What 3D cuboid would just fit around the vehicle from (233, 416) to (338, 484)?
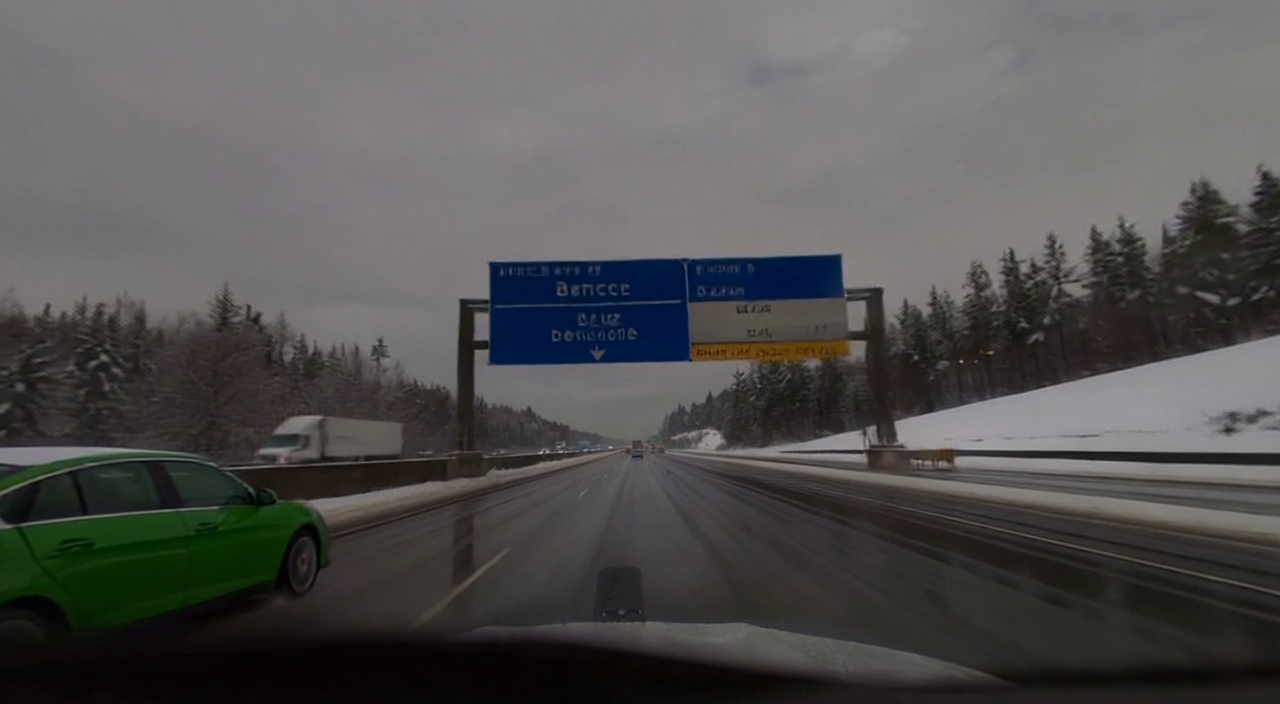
[{"bbox_3d":[-22.625,6.313,40.748,2.958,4.036,6.355,0,-9,0],"label":"vehicle"}]
